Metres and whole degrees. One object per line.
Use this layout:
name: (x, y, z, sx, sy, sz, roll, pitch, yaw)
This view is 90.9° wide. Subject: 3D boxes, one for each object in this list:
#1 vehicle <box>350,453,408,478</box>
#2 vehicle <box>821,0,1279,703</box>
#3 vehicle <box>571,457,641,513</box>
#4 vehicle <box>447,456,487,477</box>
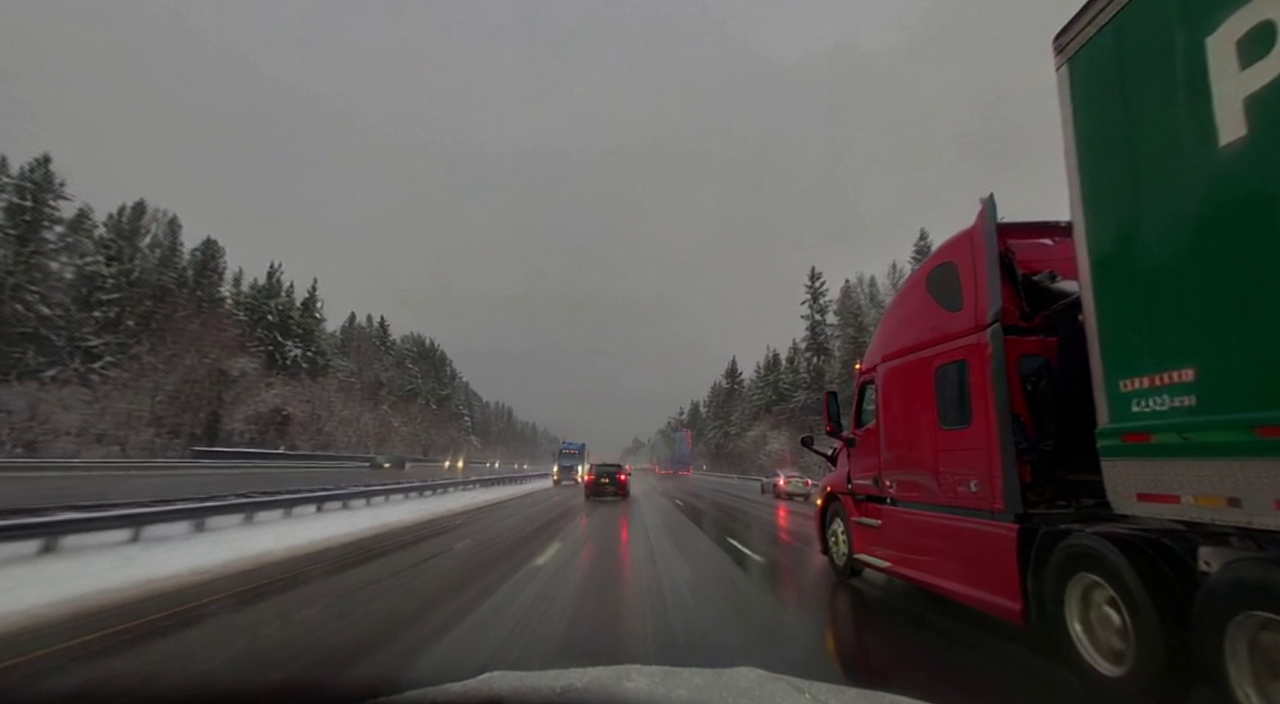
vehicle: (-17.021, 7.436, 41.358, 1.919, 1.504, 4.638, 1, -10, -1)
vehicle: (3.933, -0.272, 1.298, 2.856, 4.040, 14.009, 1, -10, 0)
vehicle: (-1.045, 4.334, 20.975, 2.010, 1.580, 4.949, 1, -10, -1)
vehicle: (-13.630, 9.058, 49.946, 2.009, 1.548, 4.603, 1, -10, -2)
